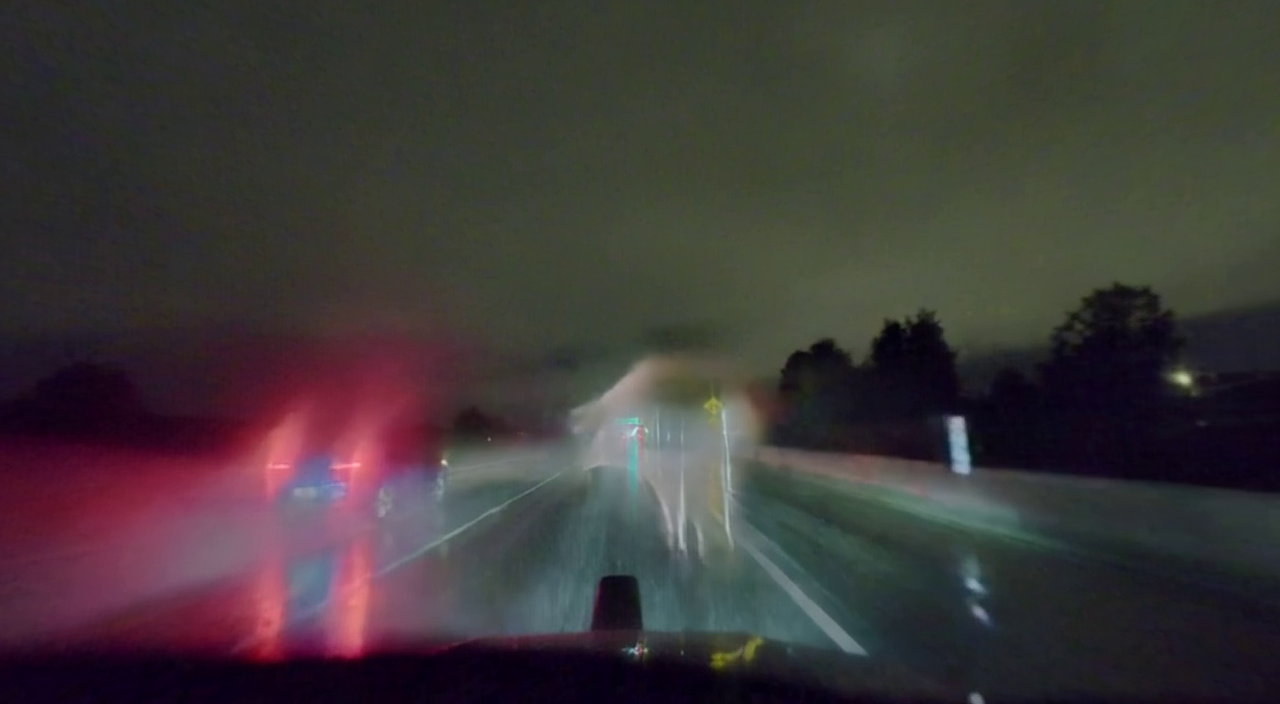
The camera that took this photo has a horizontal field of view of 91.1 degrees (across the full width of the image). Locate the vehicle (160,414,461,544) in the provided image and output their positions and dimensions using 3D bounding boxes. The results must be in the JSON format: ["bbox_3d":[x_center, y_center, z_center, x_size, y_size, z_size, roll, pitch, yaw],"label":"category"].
[{"bbox_3d":[-4.642,1.845,9.998,2.149,1.532,4.905,0,-8,0],"label":"vehicle"}]
